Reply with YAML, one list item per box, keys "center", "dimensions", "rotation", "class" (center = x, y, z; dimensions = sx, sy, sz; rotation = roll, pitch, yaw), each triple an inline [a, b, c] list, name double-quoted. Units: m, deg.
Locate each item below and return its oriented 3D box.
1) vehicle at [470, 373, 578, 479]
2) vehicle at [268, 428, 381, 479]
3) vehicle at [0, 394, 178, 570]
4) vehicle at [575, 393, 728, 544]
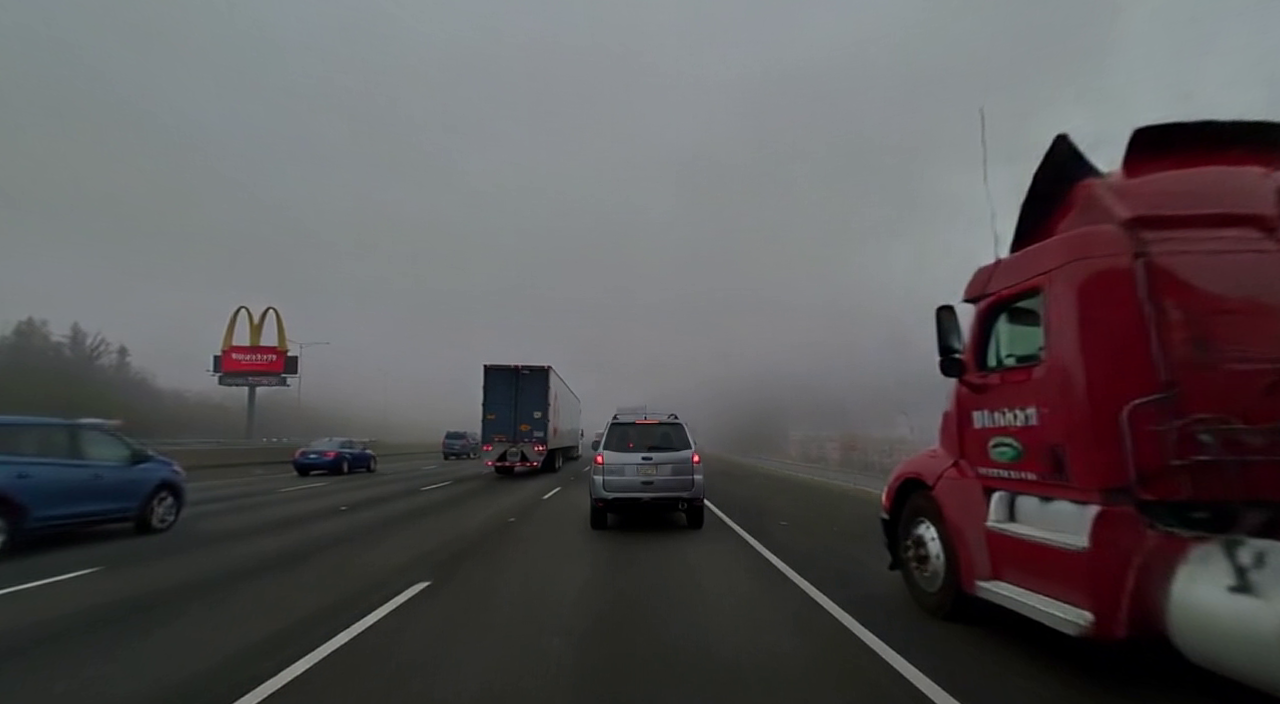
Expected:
- center: [-4.282, 3.099, 25.369]
  dimensions: [2.814, 3.513, 8.529]
  rotation: [0, -9, -1]
  class: "vehicle"
- center: [-11.669, 3.800, 23.739]
  dimensions: [1.915, 1.710, 4.670]
  rotation: [0, -9, -1]
  class: "vehicle"
- center: [-7.333, 1.345, 6.586]
  dimensions: [1.854, 1.740, 4.151]
  rotation: [0, -9, -1]
  class: "vehicle"
- center: [0.081, 1.788, 10.132]
  dimensions: [1.947, 1.910, 4.040]
  rotation: [0, -9, -2]
  class: "vehicle"
